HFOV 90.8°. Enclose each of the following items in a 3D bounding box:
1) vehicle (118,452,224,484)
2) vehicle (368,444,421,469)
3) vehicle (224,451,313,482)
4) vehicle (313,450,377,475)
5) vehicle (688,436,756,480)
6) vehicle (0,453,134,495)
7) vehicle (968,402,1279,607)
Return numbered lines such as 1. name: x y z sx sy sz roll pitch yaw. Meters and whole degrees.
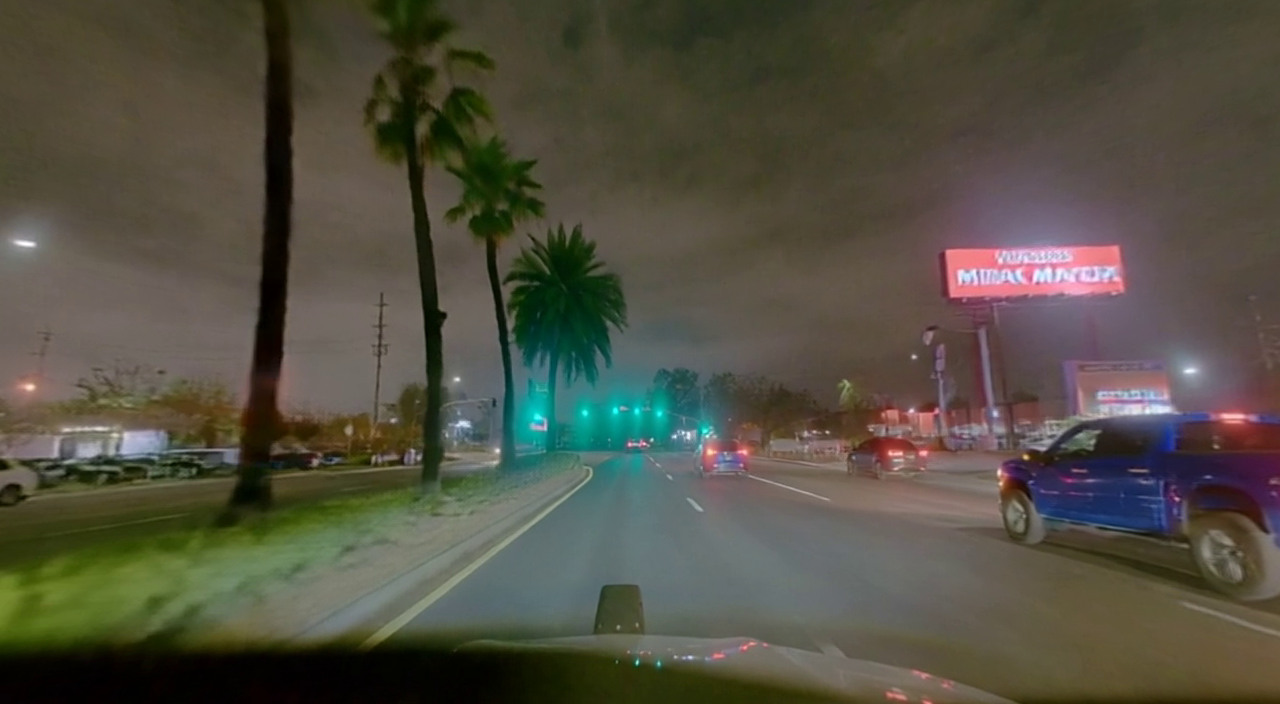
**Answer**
1. vehicle: -24.429 6.028 33.182 1.899 1.499 4.911 0 -9 -1
2. vehicle: -19.295 8.203 49.948 2.066 1.825 5.291 0 -8 0
3. vehicle: -19.470 6.002 33.385 1.900 1.481 4.684 0 -8 0
4. vehicle: -19.564 7.291 42.120 1.871 1.519 5.002 0 -8 0
5. vehicle: 3.092 4.084 24.632 1.889 1.541 4.303 0 -8 -2
6. vehicle: -24.299 5.080 26.781 1.843 1.548 4.645 0 -9 -1
7. vehicle: 6.124 1.490 6.895 2.140 1.606 5.437 0 -8 0
